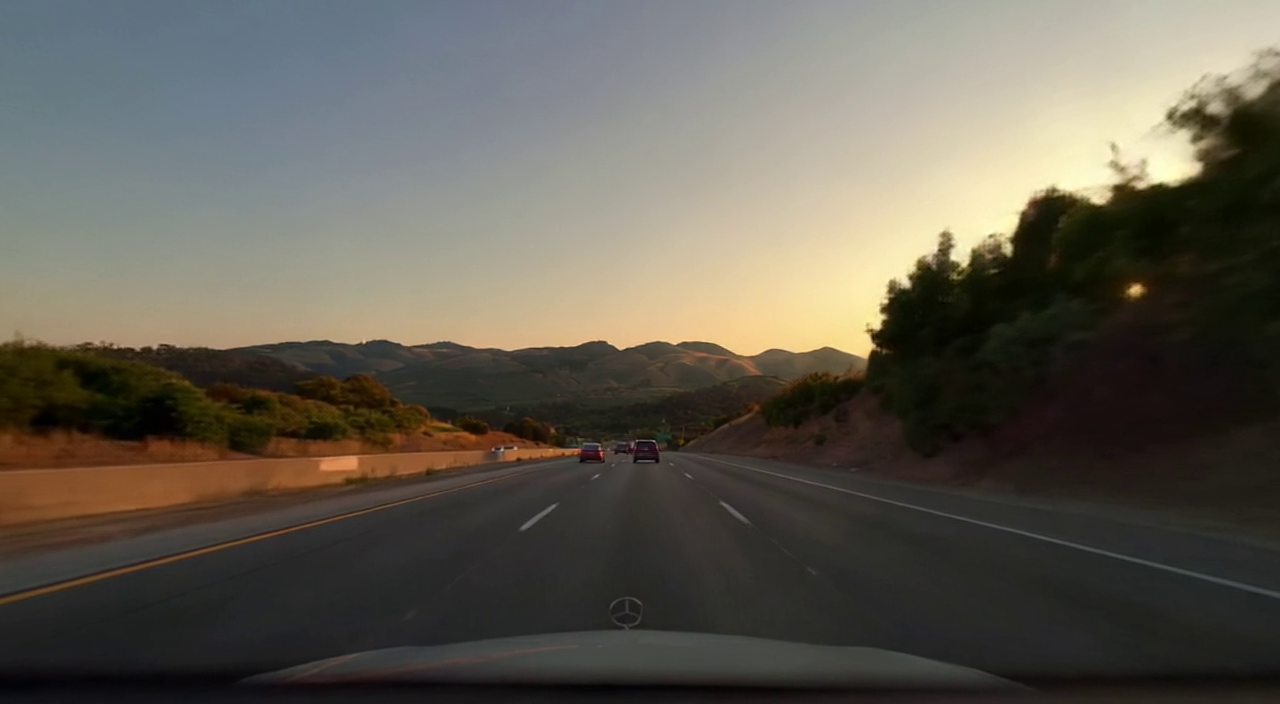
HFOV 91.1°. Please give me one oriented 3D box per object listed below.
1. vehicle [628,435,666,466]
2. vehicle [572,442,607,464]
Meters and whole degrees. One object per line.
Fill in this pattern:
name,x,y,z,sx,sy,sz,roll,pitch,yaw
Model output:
vehicle,0.415,6.256,40.061,2.272,1.836,4.866,0,-8,0
vehicle,-3.537,7.188,45.015,2.082,1.485,4.237,0,-8,1
